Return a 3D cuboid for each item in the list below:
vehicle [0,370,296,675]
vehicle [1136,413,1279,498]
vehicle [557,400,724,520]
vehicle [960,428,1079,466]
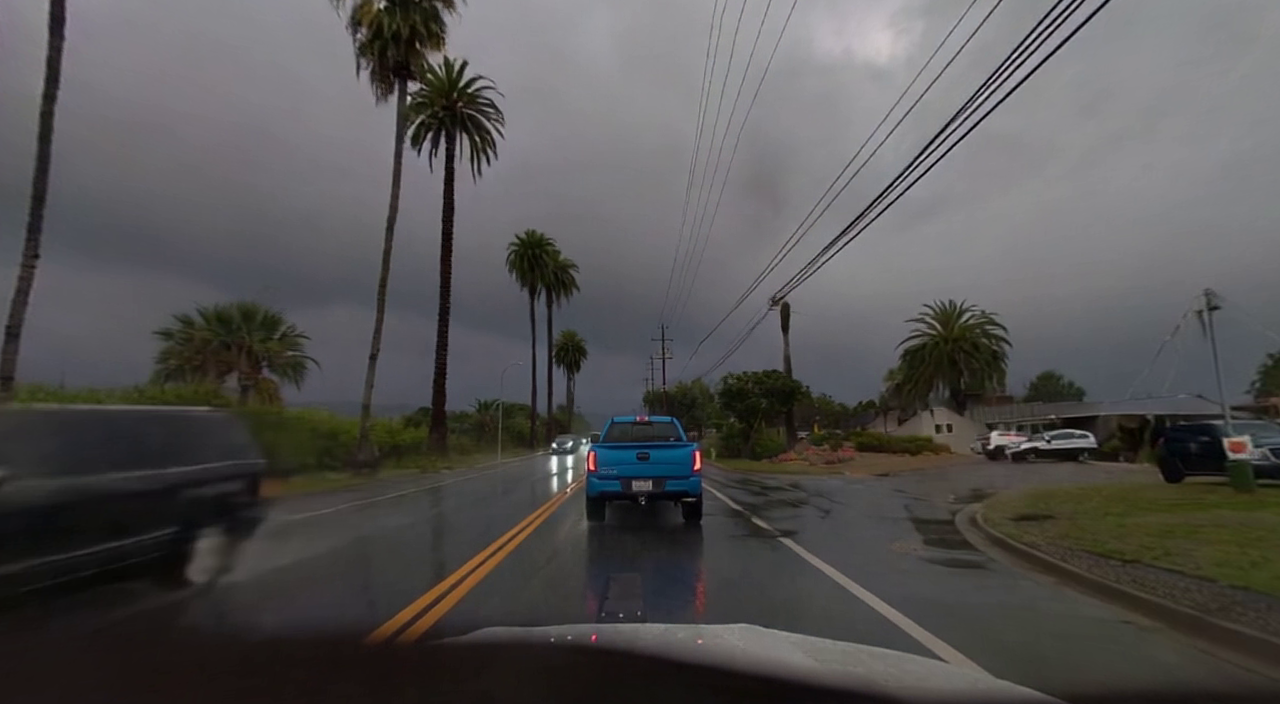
[{"bbox_3d":[-4.970,1.107,4.341,2.271,1.798,5.412,0,-8,-1],"label":"vehicle"},{"bbox_3d":[16.115,2.765,17.112,2.338,1.917,6.076,-3,-9,20],"label":"vehicle"},{"bbox_3d":[0.017,2.293,13.880,2.848,2.047,5.885,0,-8,0],"label":"vehicle"},{"bbox_3d":[20.350,5.158,34.376,2.277,1.836,6.267,0,-9,-4],"label":"vehicle"}]
